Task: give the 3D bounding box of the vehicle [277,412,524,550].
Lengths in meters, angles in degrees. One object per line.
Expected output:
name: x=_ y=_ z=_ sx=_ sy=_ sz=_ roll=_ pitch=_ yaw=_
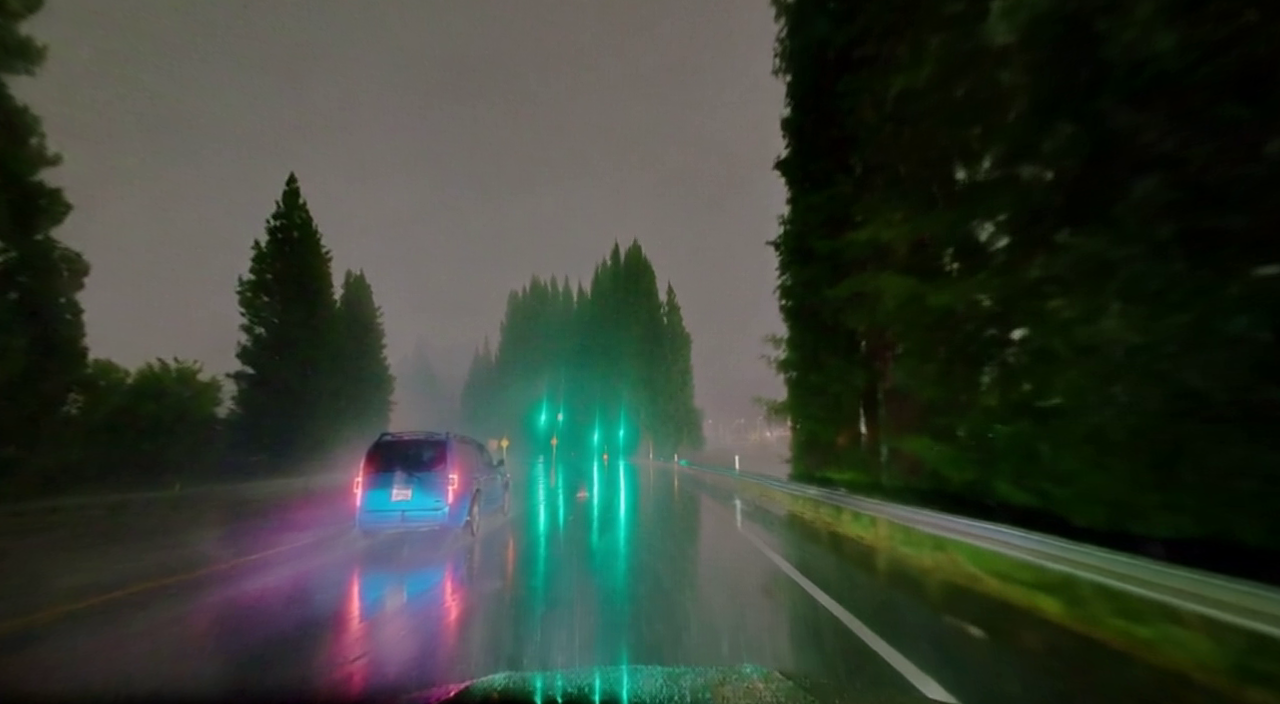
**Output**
vehicle: x=-3.730 y=2.136 z=11.162 sx=2.336 sy=1.857 sz=4.986 roll=-1 pitch=-8 yaw=1
